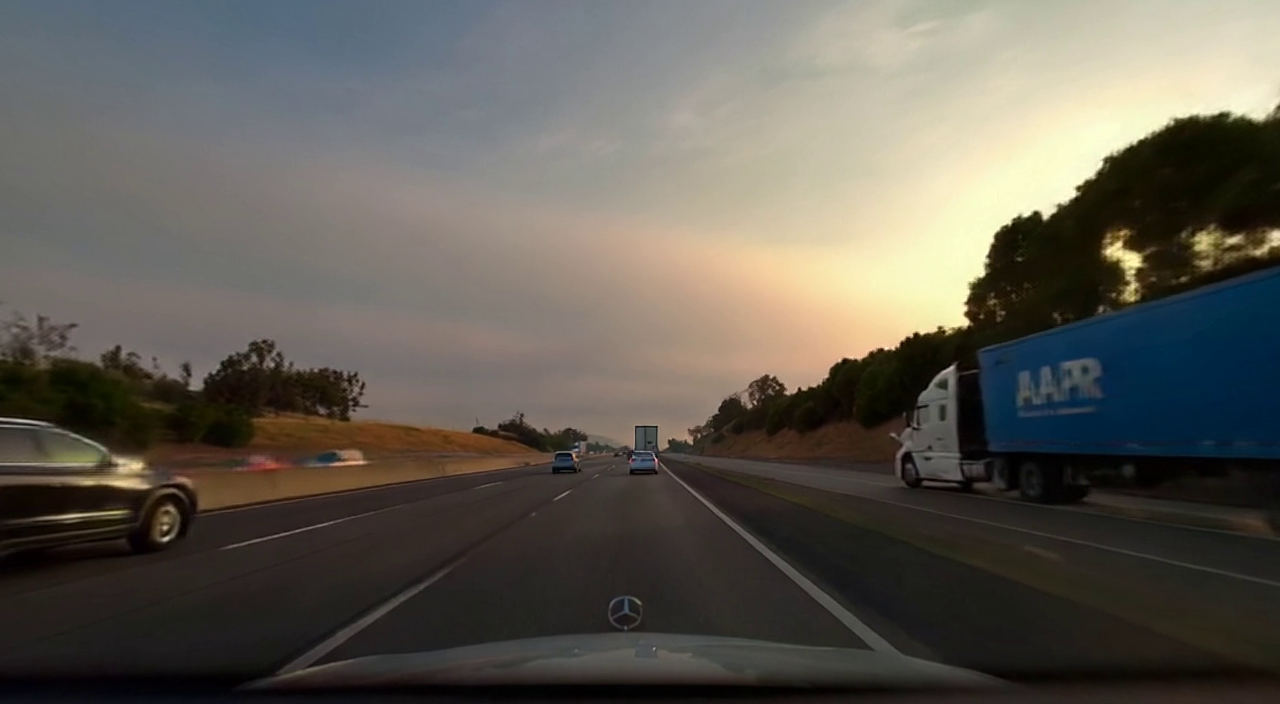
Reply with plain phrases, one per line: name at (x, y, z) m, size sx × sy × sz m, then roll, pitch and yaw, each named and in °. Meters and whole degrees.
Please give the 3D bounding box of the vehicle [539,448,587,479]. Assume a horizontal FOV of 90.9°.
vehicle at (-4.047, 5.951, 33.869) m, size 2.018 × 1.504 × 4.431 m, roll 0°, pitch -9°, yaw 0°

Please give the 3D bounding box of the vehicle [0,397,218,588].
vehicle at (-7.520, 1.466, 6.716) m, size 2.316 × 1.875 × 5.337 m, roll 0°, pitch -9°, yaw 0°

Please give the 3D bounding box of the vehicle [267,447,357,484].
vehicle at (-15.254, 5.282, 29.555) m, size 1.858 × 1.562 × 4.315 m, roll 0°, pitch -9°, yaw 0°

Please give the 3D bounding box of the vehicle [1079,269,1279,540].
vehicle at (11.432, 0.681, 8.910) m, size 3.020 × 4.143 × 9.468 m, roll 0°, pitch -9°, yaw -4°

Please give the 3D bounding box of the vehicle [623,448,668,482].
vehicle at (0.205, 5.298, 29.816) m, size 1.991 × 1.507 × 3.391 m, roll 0°, pitch -9°, yaw -1°
